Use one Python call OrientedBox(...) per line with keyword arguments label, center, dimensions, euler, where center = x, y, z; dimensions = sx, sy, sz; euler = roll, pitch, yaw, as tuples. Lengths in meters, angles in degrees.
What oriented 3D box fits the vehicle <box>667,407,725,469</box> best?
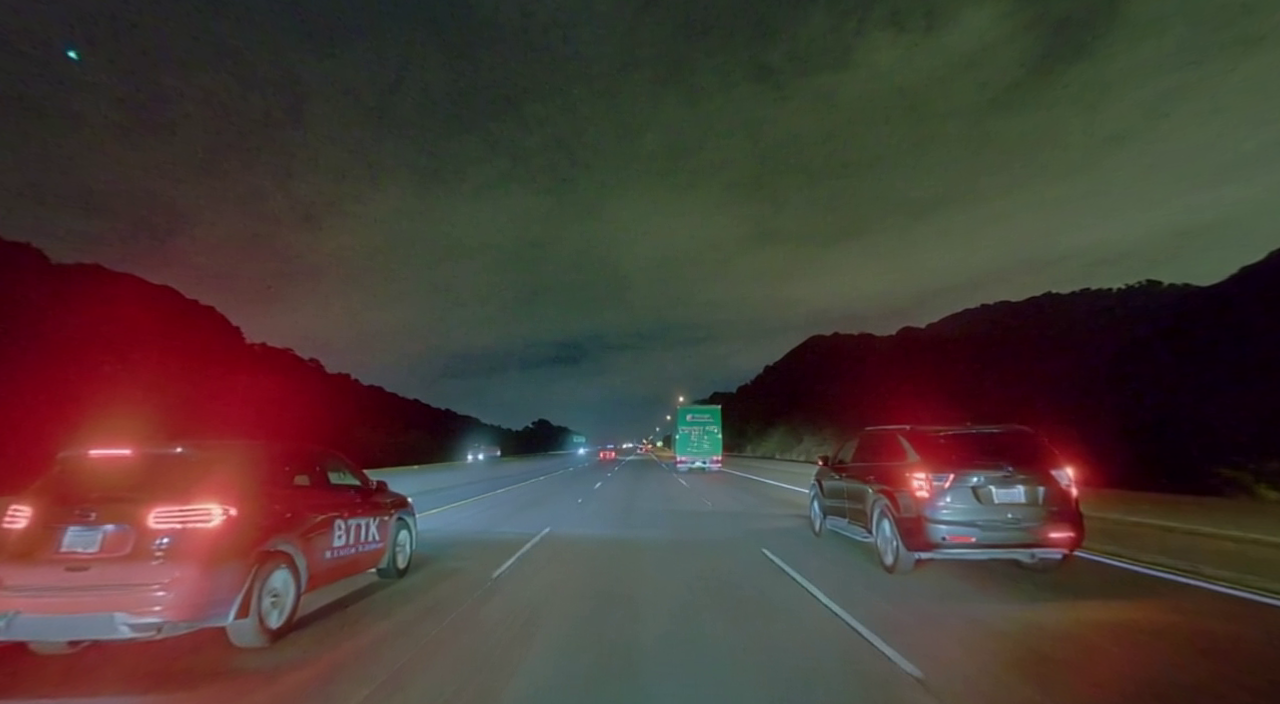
OrientedBox(label="vehicle", center=(3.913, 6.573, 47.458), dimensions=(2.906, 4.011, 13.159), euler=(0, -9, -1))
